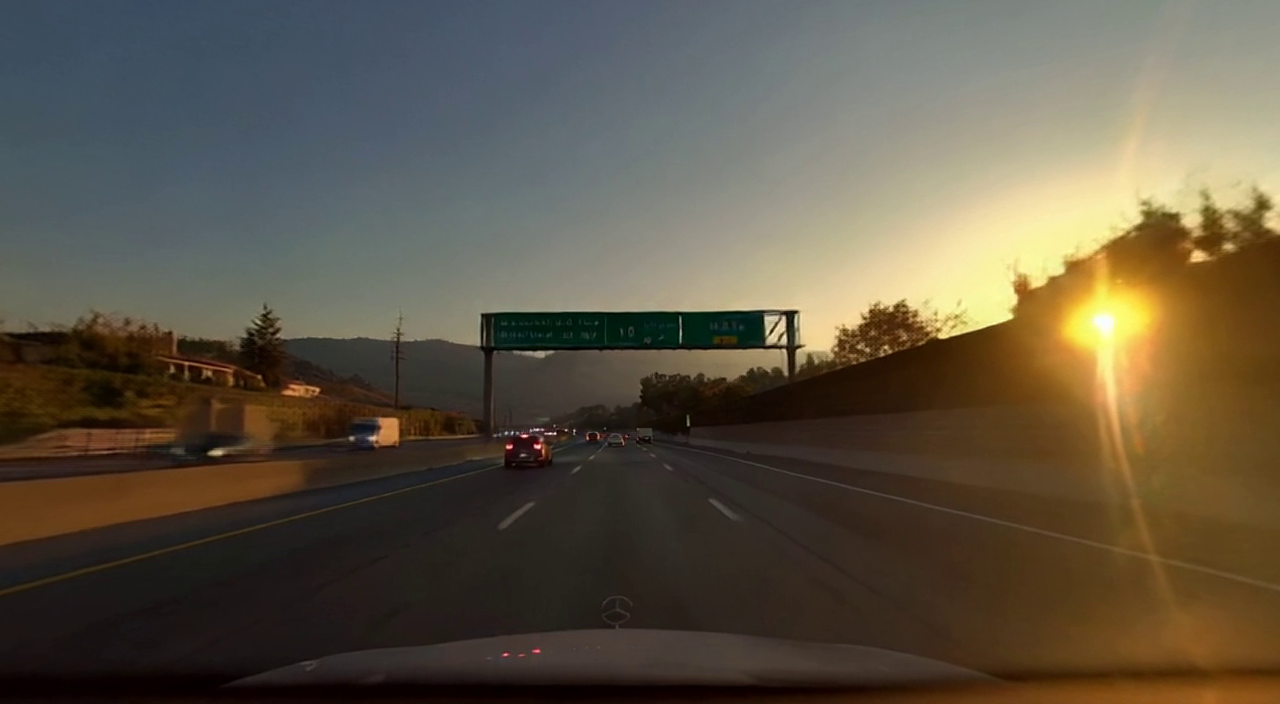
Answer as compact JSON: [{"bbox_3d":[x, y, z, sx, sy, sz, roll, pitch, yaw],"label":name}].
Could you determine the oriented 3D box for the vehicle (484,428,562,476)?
[{"bbox_3d":[-4.179,3.630,23.237,2.062,1.591,4.156,0,-8,0],"label":"vehicle"}]

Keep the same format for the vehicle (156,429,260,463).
[{"bbox_3d":[-20.002,4.356,29.456,1.799,1.449,4.453,0,-8,-2],"label":"vehicle"}]
